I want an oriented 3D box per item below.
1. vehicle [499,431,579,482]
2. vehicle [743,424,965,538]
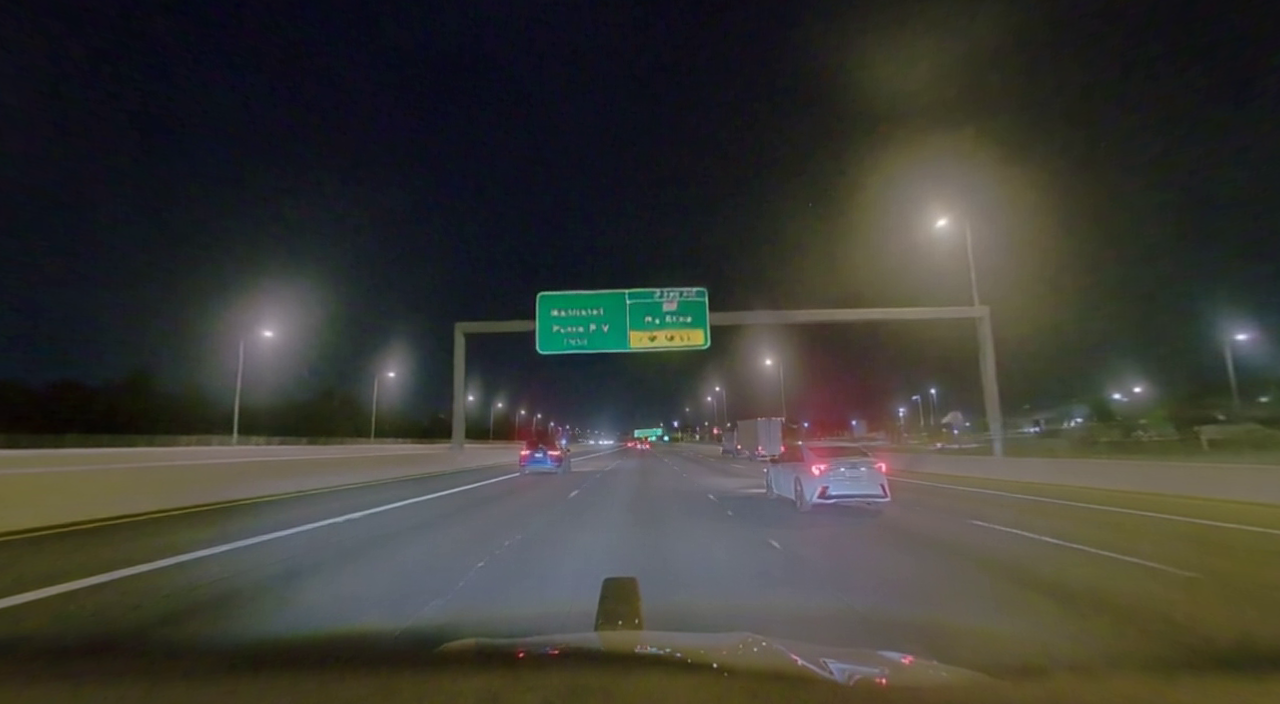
[{"bbox_3d":[-3.714,3.943,24.084,2.193,1.746,4.512,0,-8,1],"label":"vehicle"},{"bbox_3d":[3.369,2.146,11.229,2.107,1.550,4.949,0,-8,-1],"label":"vehicle"}]
